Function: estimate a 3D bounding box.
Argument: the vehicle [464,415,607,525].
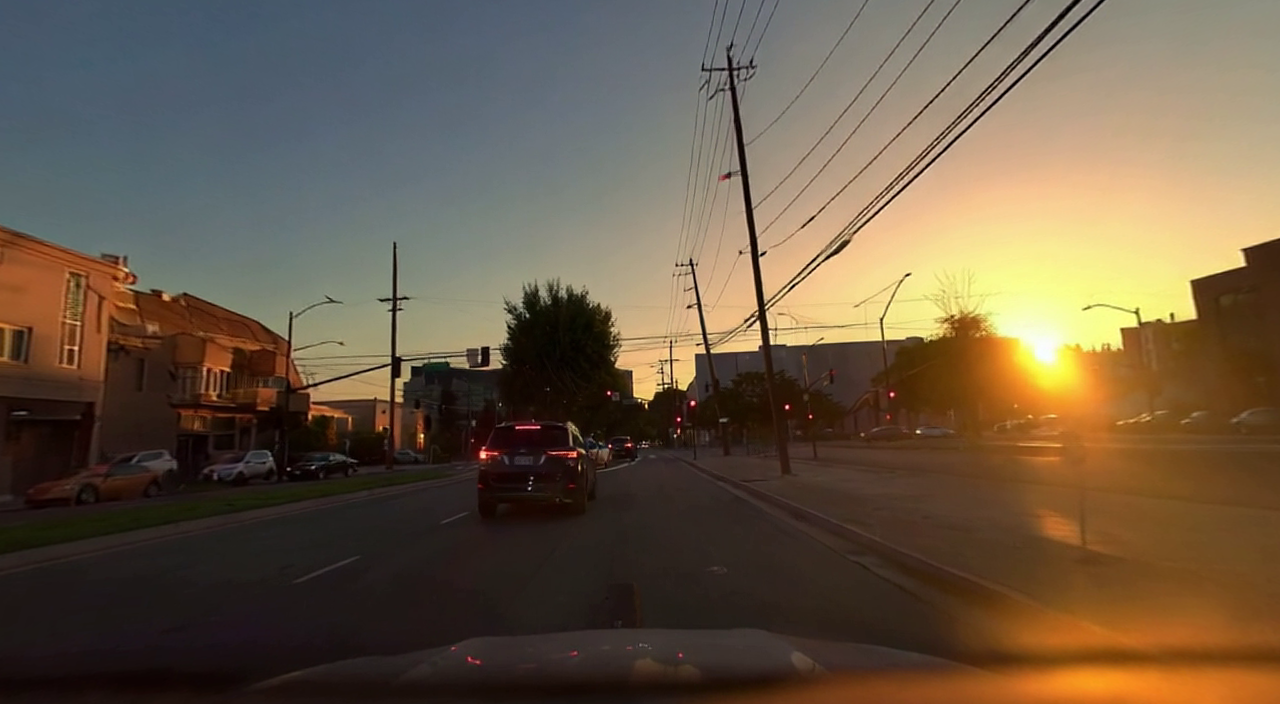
[{"bbox_3d":[-1.785,2.215,12.277,2.022,1.757,4.041,0,-9,1],"label":"vehicle"}]

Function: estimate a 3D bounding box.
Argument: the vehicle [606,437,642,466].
[{"bbox_3d":[-0.939,6.157,39.297,2.144,1.681,3.855,0,-9,0],"label":"vehicle"}]

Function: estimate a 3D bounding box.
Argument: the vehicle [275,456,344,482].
[{"bbox_3d":[-20.148,7.107,38.734,1.826,1.430,4.426,0,-9,0],"label":"vehicle"}]

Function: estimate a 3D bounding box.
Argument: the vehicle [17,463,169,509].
[{"bbox_3d":[-20.224,4.947,23.682,1.790,1.415,4.450,0,-9,-2],"label":"vehicle"}]

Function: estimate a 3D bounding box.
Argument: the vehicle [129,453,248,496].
[{"bbox_3d":[-20.140,5.453,28.471,1.989,1.689,4.388,0,-9,2],"label":"vehicle"}]
